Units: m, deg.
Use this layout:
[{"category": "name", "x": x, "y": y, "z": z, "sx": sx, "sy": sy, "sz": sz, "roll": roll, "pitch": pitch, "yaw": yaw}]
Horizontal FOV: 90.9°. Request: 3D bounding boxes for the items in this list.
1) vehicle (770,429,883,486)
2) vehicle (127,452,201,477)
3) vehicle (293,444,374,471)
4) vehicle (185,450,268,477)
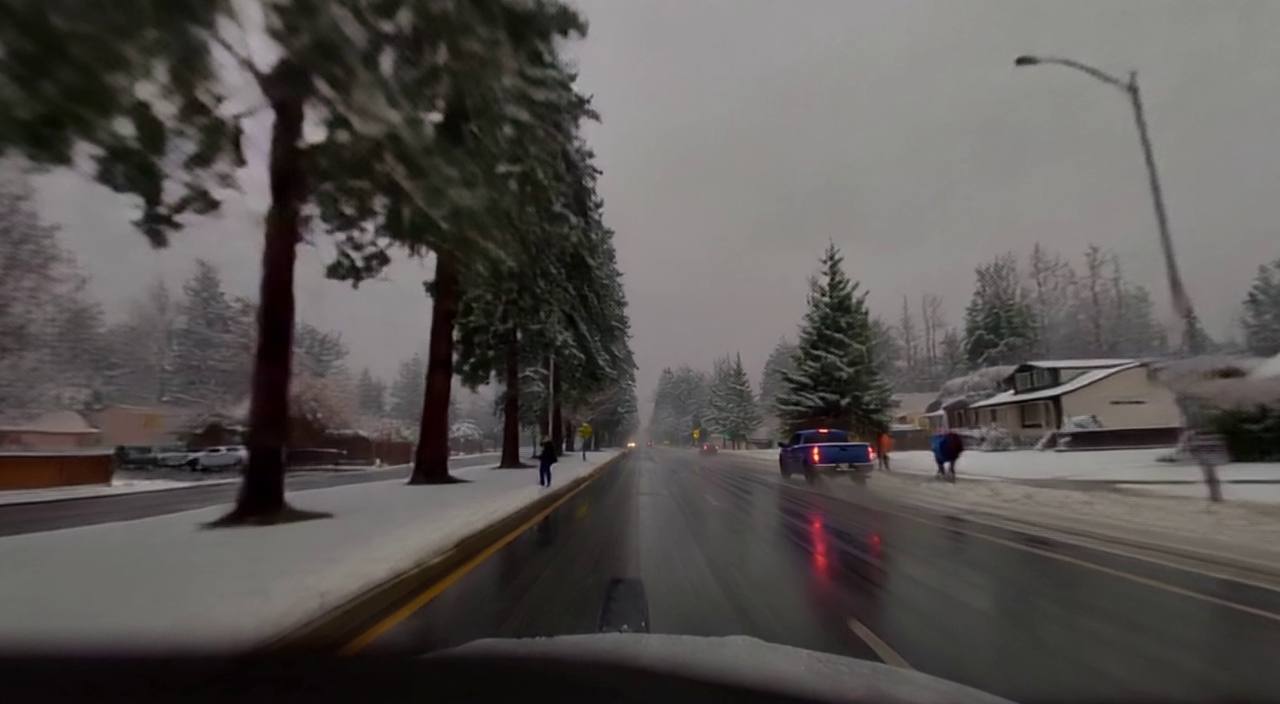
[{"category": "vehicle", "x": 6.415, "y": 3.708, "z": 22.571, "sx": 2.262, "sy": 1.769, "sz": 5.666, "roll": 0, "pitch": -8, "yaw": -1}, {"category": "vehicle", "x": -36.274, "y": 8.543, "z": 48.081, "sx": 4.128, "sy": 1.570, "sz": 1.995, "roll": -4, "pitch": -7, "yaw": 5}, {"category": "vehicle", "x": -24.231, "y": 8.299, "z": 49.880, "sx": 5.541, "sy": 2.074, "sz": 2.416, "roll": -3, "pitch": -9, "yaw": 19}, {"category": "vehicle", "x": -30.735, "y": 8.263, "z": 46.864, "sx": 5.297, "sy": 1.831, "sz": 2.122, "roll": -2, "pitch": -9, "yaw": 16}]
